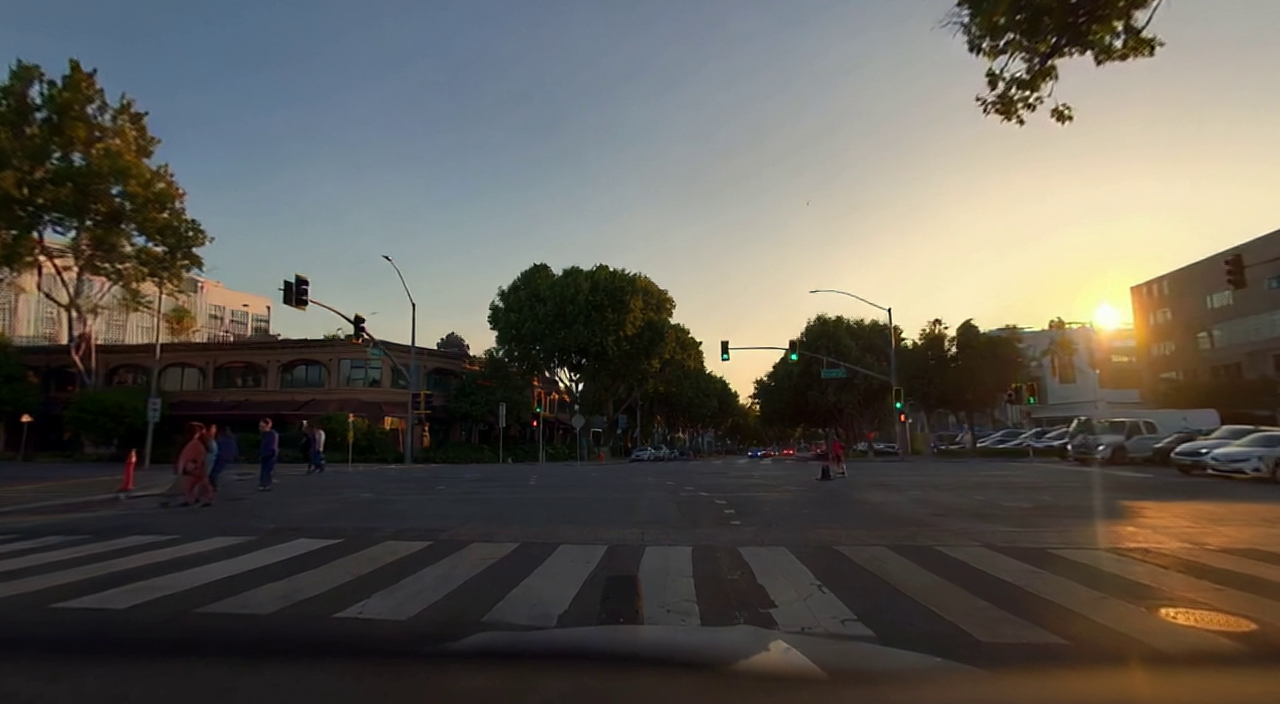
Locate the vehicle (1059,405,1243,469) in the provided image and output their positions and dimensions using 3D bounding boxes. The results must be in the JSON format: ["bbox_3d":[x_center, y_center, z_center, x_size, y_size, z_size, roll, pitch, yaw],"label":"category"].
[{"bbox_3d":[22.971,3.867,28.672,5.855,2.746,2.523,-1,-9,4],"label":"vehicle"}]

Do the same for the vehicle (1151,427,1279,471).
[{"bbox_3d":[21.314,3.414,22.304,4.740,1.464,1.876,-1,-9,3],"label":"vehicle"}]

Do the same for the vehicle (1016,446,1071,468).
[{"bbox_3d":[27.687,7.184,43.465,1.589,1.405,3.633,-1,-9,6],"label":"vehicle"}]

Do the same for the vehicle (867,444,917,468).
[{"bbox_3d":[17.514,7.244,44.102,1.789,1.557,4.293,0,-9,1],"label":"vehicle"}]
